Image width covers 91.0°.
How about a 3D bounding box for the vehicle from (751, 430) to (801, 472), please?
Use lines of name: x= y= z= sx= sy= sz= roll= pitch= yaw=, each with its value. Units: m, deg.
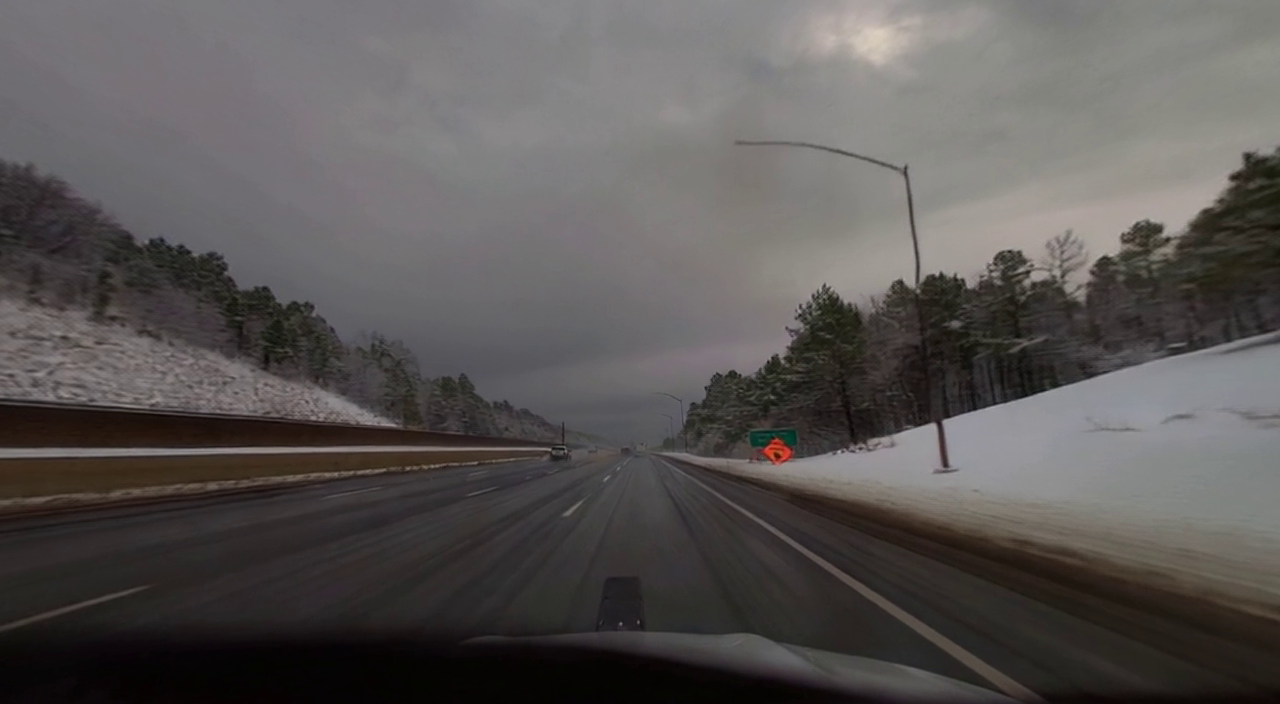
vehicle: x=10.220 y=7.512 z=47.986 sx=2.522 sy=2.907 sz=5.675 roll=-3 pitch=-8 yaw=1
